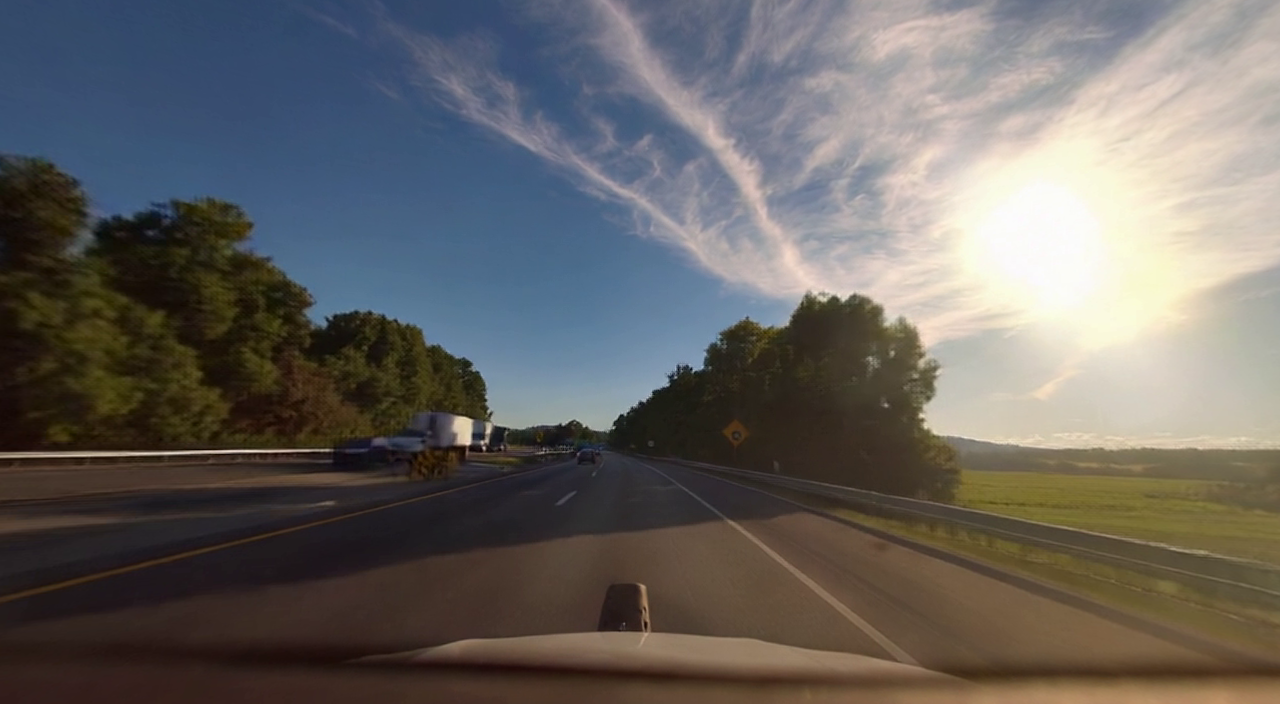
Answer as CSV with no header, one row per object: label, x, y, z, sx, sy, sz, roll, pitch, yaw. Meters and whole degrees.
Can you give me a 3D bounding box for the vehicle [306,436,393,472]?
vehicle,-12.565,4.464,27.570,1.936,1.433,4.003,0,-9,-1
